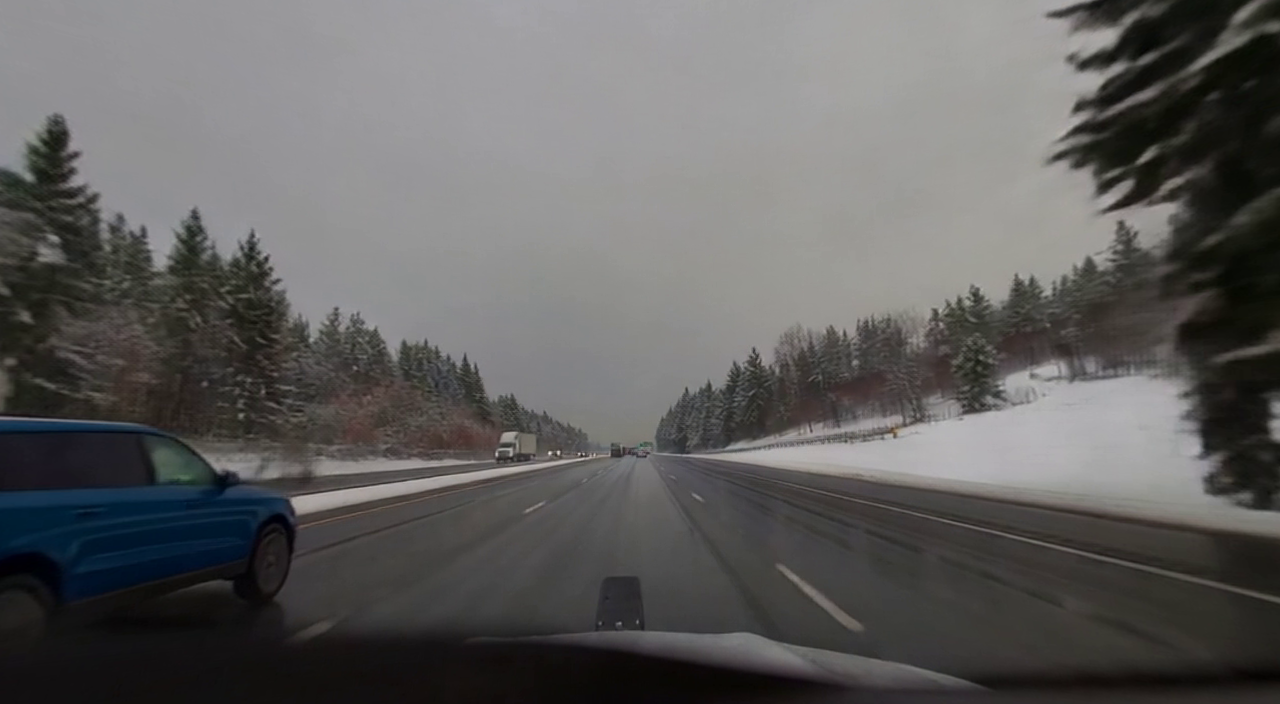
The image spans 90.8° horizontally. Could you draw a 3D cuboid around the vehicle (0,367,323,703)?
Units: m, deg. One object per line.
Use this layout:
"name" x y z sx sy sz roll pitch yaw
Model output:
"vehicle" -4.340 1.084 4.114 2.110 1.727 4.607 0 -8 0
